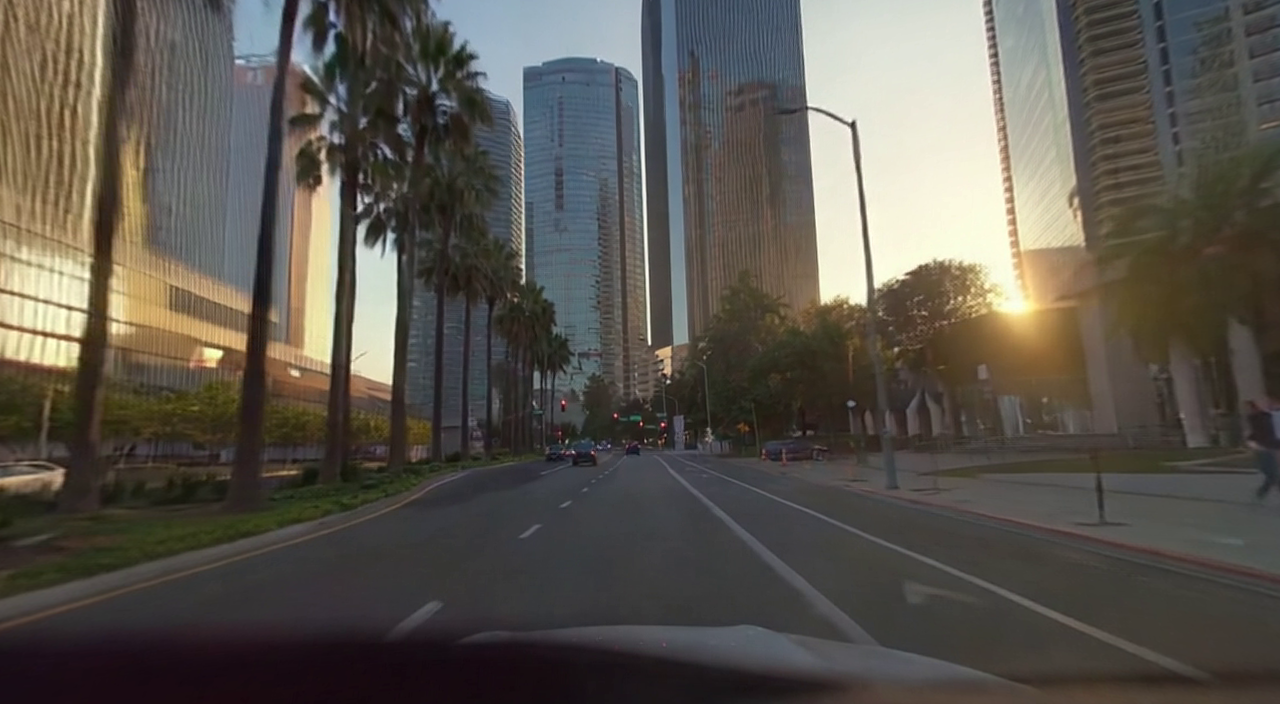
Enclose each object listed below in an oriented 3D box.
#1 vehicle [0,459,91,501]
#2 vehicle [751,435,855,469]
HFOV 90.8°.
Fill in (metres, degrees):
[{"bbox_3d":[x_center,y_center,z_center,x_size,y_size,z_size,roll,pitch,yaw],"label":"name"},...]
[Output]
[{"bbox_3d":[-23.932,4.866,24.212,1.751,1.424,4.506,0,-8,0],"label":"vehicle"},{"bbox_3d":[8.587,5.323,33.624,4.871,1.708,2.144,0,-9,-2],"label":"vehicle"}]
